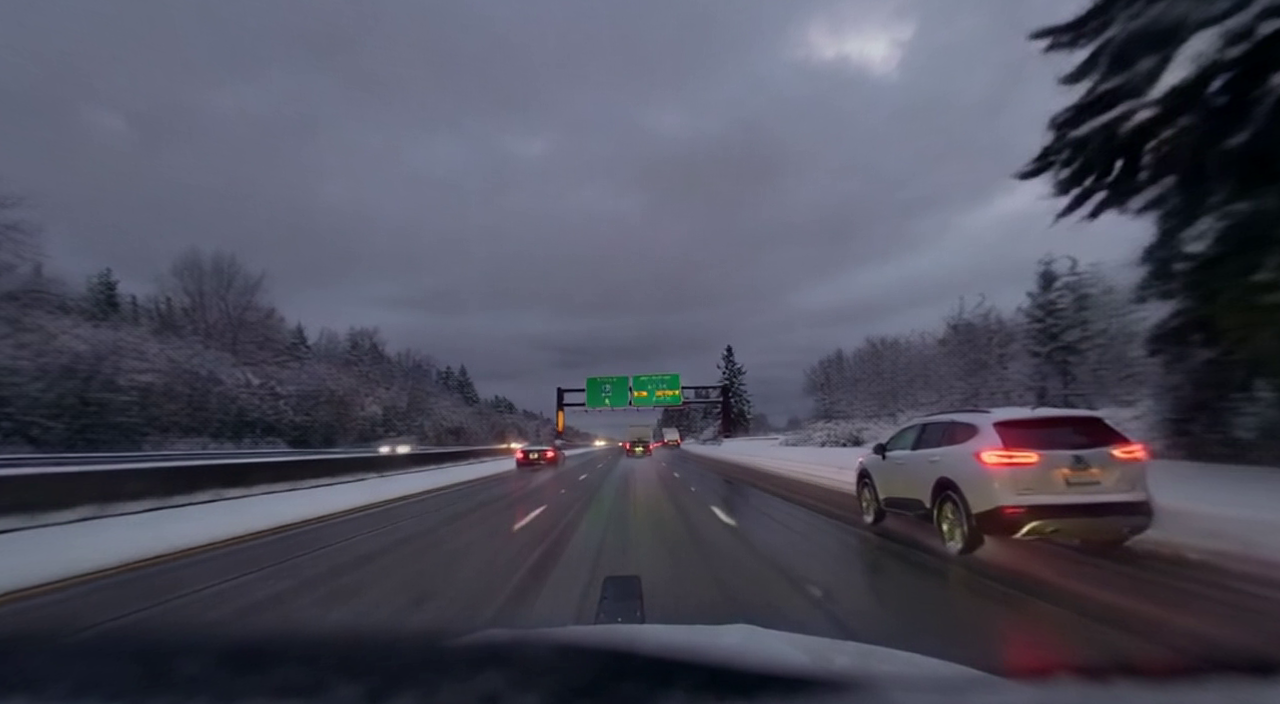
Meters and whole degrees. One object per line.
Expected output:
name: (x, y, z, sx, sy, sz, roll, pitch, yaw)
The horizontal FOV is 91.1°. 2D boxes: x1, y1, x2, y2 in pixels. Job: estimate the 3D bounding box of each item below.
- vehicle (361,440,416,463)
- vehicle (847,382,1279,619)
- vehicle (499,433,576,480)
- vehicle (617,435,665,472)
vehicle: (-16.785, 6.667, 42.136, 1.959, 1.466, 4.156, 0, -8, 0)
vehicle: (4.043, 1.380, 6.782, 2.025, 1.707, 4.279, 0, -8, -2)
vehicle: (-3.691, 3.867, 23.467, 2.066, 1.561, 4.495, 0, -8, 1)
vehicle: (0.033, 4.603, 28.650, 2.049, 1.542, 3.816, 0, -8, 0)
